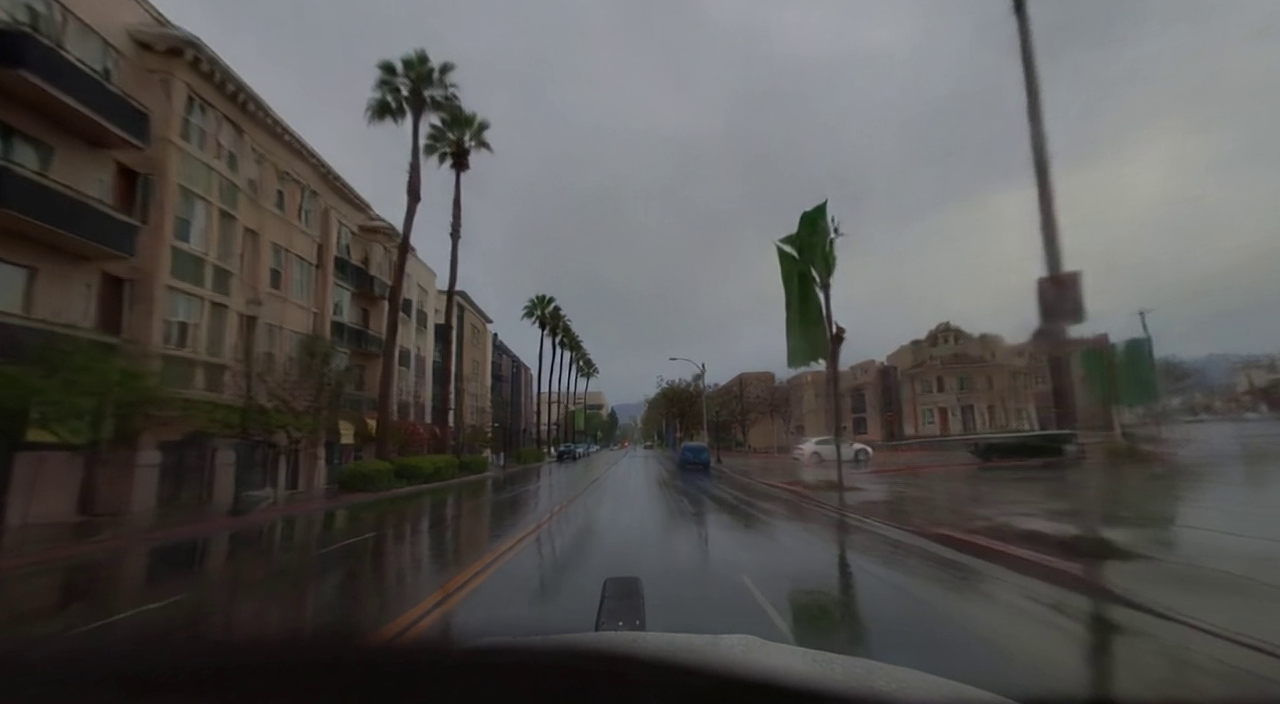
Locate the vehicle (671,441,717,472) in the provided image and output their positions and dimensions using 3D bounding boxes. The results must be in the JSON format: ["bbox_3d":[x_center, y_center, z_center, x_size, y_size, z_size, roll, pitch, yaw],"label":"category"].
[{"bbox_3d":[2.853,5.648,34.317,1.985,1.543,4.112,0,-8,-2],"label":"vehicle"}]
